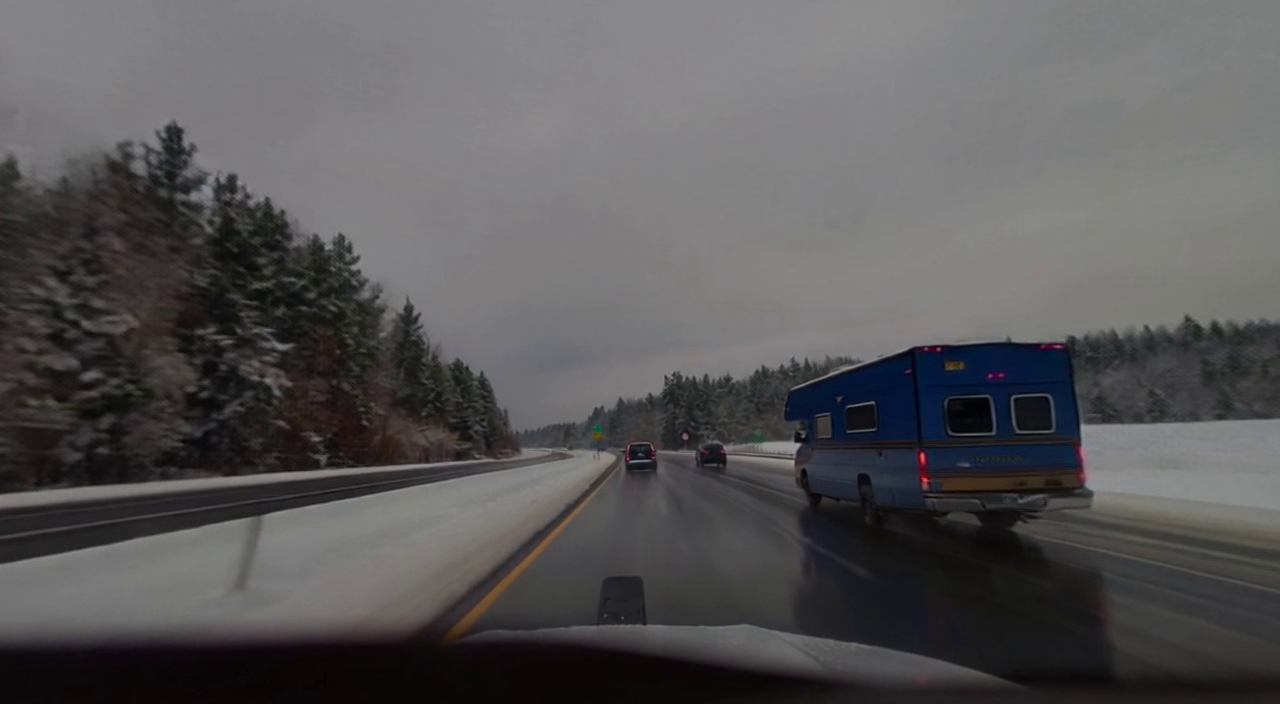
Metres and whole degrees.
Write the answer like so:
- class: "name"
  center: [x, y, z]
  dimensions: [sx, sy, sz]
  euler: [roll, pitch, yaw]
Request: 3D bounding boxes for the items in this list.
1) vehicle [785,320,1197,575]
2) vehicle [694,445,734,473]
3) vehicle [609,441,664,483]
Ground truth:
- class: "vehicle"
  center: [4.687, 1.585, 10.571]
  dimensions: [2.745, 2.832, 7.035]
  euler: [0, -9, 0]
- class: "vehicle"
  center: [4.063, 5.929, 35.042]
  dimensions: [1.757, 1.459, 3.398]
  euler: [0, -9, -1]
- class: "vehicle"
  center: [-0.174, 4.575, 26.397]
  dimensions: [2.120, 1.575, 4.018]
  euler: [0, -9, -1]
